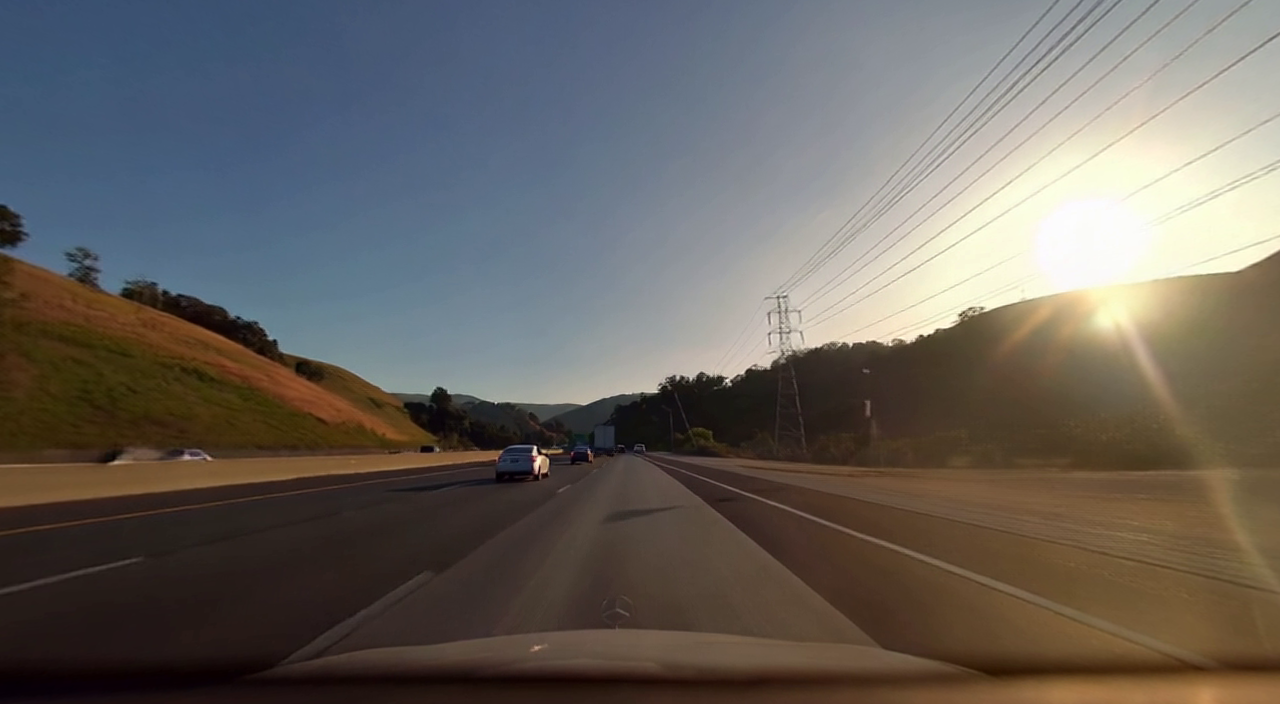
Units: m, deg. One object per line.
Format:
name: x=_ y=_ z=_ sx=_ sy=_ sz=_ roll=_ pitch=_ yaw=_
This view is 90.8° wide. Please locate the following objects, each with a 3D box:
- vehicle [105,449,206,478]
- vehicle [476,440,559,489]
vehicle: x=-26.102 y=6.000 z=34.276 sx=1.841 sy=1.449 sz=4.570 roll=0 pitch=-9 yaw=0
vehicle: x=-4.143 y=3.868 z=22.093 sx=1.963 sy=1.533 sz=4.477 roll=0 pitch=-9 yaw=0
